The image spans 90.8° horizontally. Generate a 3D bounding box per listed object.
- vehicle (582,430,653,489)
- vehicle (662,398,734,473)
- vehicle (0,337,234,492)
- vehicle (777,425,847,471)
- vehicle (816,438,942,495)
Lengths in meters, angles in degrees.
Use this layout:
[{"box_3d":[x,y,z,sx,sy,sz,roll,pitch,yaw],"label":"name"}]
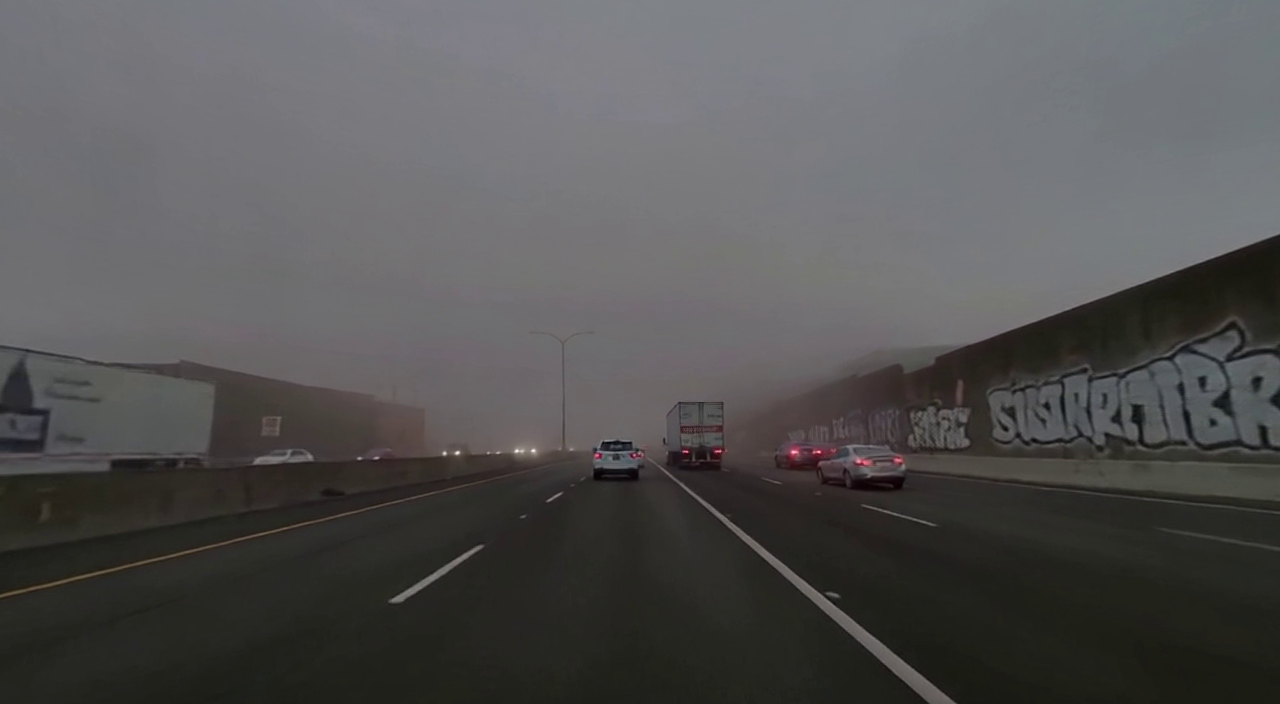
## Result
[{"box_3d":[-0.844,3.785,22.600,2.249,1.843,5.176,0,-9,-3],"label":"vehicle"},{"box_3d":[3.159,5.051,37.581,2.976,3.806,10.591,0,-9,-2],"label":"vehicle"},{"box_3d":[-17.241,1.933,18.159,2.791,3.780,12.692,0,-9,0],"label":"vehicle"},{"box_3d":[9.653,5.477,36.150,2.322,2.360,6.433,0,-9,1],"label":"vehicle"},{"box_3d":[7.017,3.411,19.192,1.915,1.476,4.677,0,-9,-1],"label":"vehicle"}]
